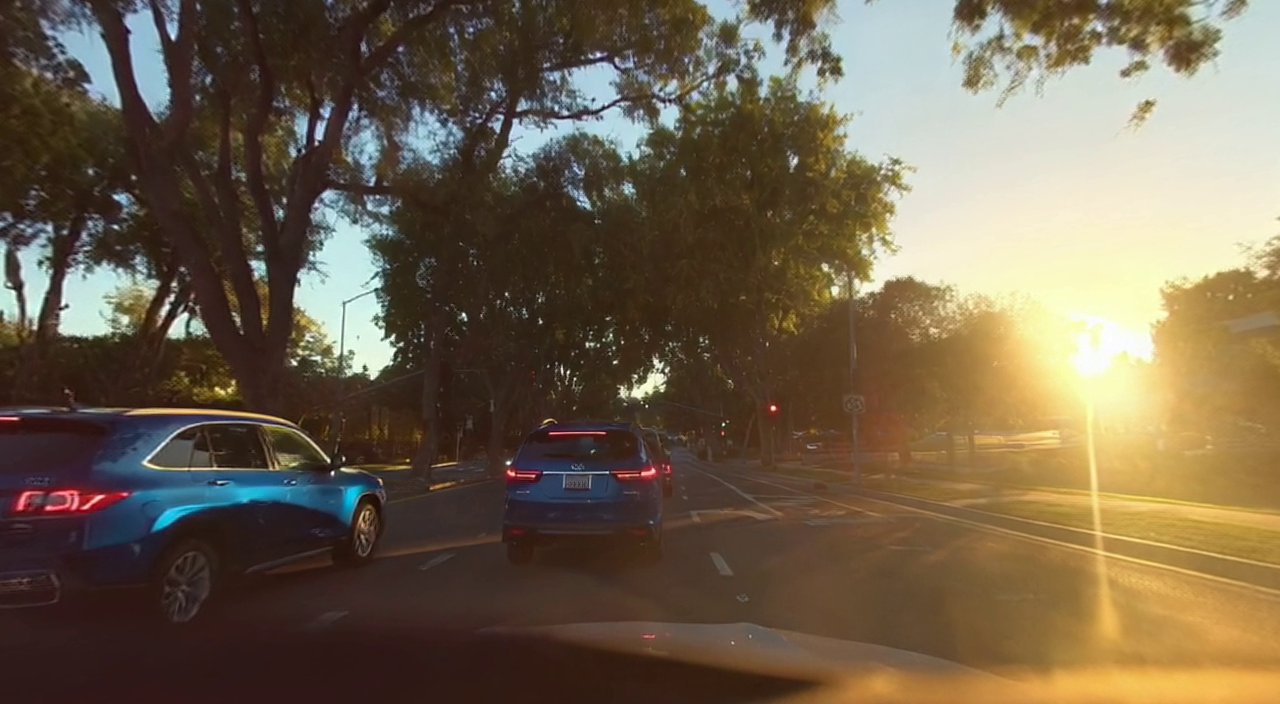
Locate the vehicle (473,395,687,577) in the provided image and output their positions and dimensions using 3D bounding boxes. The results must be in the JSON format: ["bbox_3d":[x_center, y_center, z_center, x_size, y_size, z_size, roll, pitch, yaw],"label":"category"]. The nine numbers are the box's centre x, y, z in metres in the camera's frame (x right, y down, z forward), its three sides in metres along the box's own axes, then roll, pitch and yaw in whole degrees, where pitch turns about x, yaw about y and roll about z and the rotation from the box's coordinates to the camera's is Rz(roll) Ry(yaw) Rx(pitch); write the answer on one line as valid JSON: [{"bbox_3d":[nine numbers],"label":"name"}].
[{"bbox_3d":[-0.523,1.703,8.871,2.131,1.793,5.016,0,-8,2],"label":"vehicle"}]

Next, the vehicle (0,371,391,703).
[{"bbox_3d":[-4.045,1.254,5.273,2.009,1.673,4.454,0,-8,1],"label":"vehicle"}]
